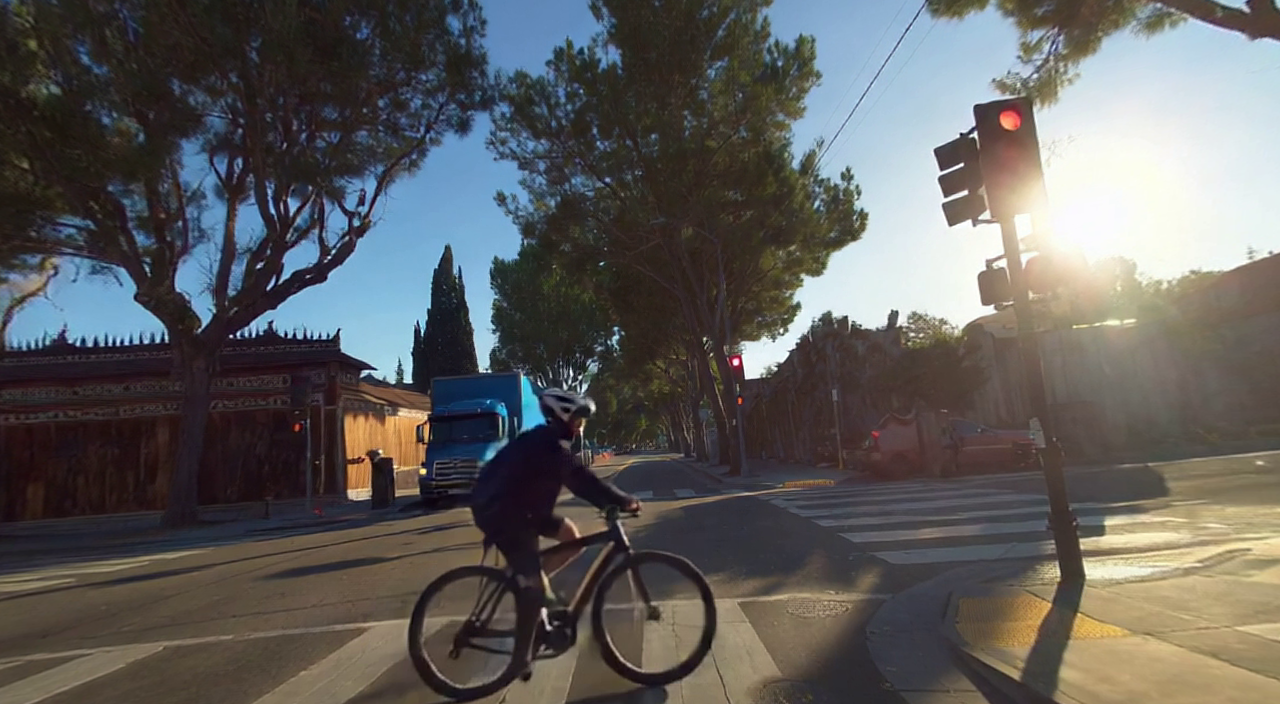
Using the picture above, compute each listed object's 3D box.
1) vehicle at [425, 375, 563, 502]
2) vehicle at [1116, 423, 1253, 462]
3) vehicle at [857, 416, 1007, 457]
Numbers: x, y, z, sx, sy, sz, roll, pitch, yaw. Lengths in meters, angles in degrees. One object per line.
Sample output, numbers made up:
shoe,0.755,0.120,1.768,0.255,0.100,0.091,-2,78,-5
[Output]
vehicle,-5.734,3.711,27.031,3.113,4.041,10.284,-7,-8,0
vehicle,24.946,4.161,29.029,4.268,1.695,2.053,0,-8,3
vehicle,10.696,3.141,23.420,4.643,1.456,1.820,-1,-8,5
